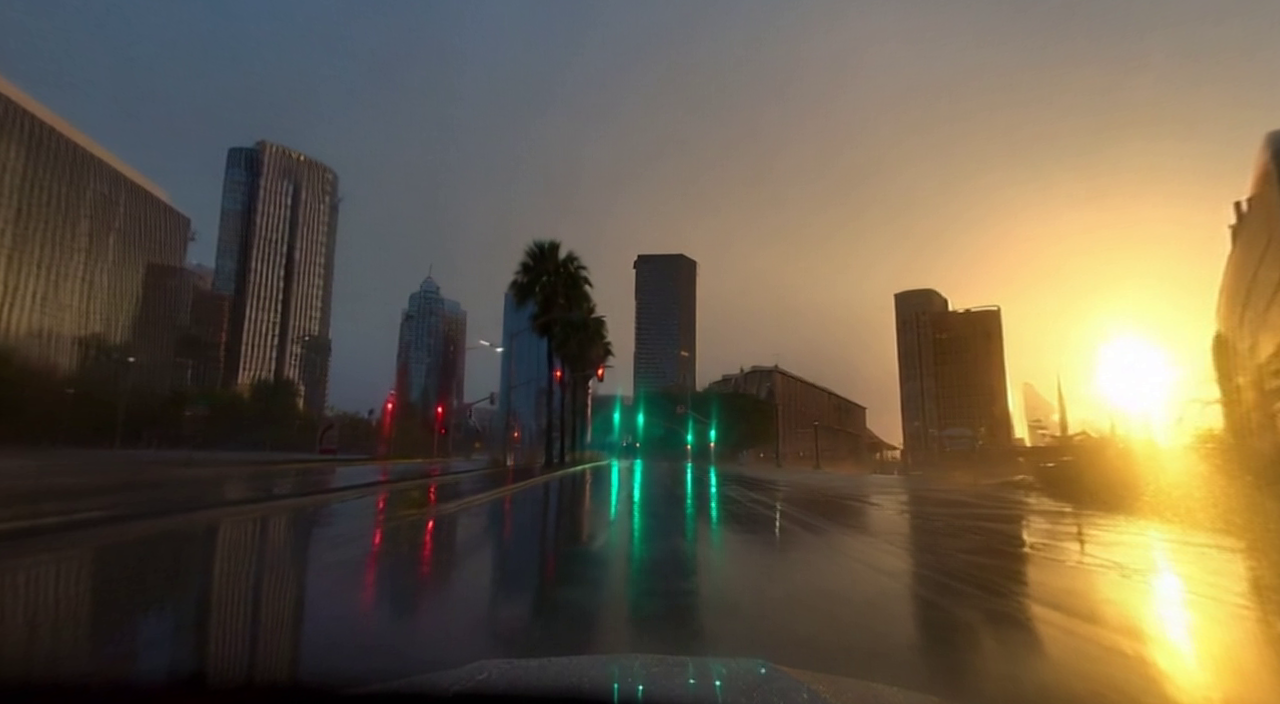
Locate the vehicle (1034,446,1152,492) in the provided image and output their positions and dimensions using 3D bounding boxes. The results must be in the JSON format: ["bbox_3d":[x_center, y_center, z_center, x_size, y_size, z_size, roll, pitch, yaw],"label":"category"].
[{"bbox_3d":[28.318,7.482,39.771,2.599,2.380,6.013,1,-15,-3],"label":"vehicle"}]
